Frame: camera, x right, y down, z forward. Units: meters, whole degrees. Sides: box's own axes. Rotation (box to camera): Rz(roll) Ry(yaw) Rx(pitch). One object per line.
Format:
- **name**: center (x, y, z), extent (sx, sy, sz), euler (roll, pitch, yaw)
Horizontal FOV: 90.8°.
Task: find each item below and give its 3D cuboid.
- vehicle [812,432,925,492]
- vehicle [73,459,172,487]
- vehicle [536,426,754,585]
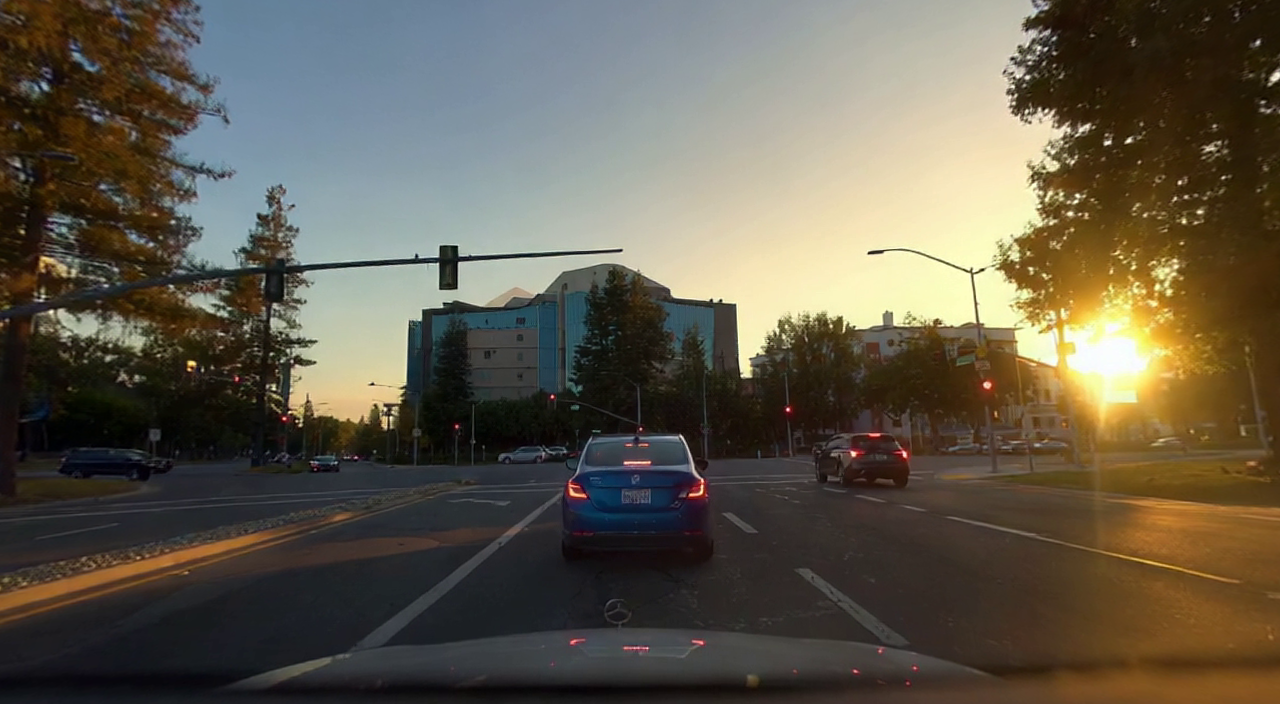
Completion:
- **vehicle**: center (7.054, 3.438, 20.067), extent (2.039, 1.692, 4.319), euler (0, -8, 1)
- **vehicle**: center (-32.396, 7.556, 39.656), extent (4.401, 1.625, 1.863), euler (0, -8, -4)
- **vehicle**: center (-0.012, 1.772, 8.173), extent (2.070, 1.488, 4.206), euler (0, -8, -2)
